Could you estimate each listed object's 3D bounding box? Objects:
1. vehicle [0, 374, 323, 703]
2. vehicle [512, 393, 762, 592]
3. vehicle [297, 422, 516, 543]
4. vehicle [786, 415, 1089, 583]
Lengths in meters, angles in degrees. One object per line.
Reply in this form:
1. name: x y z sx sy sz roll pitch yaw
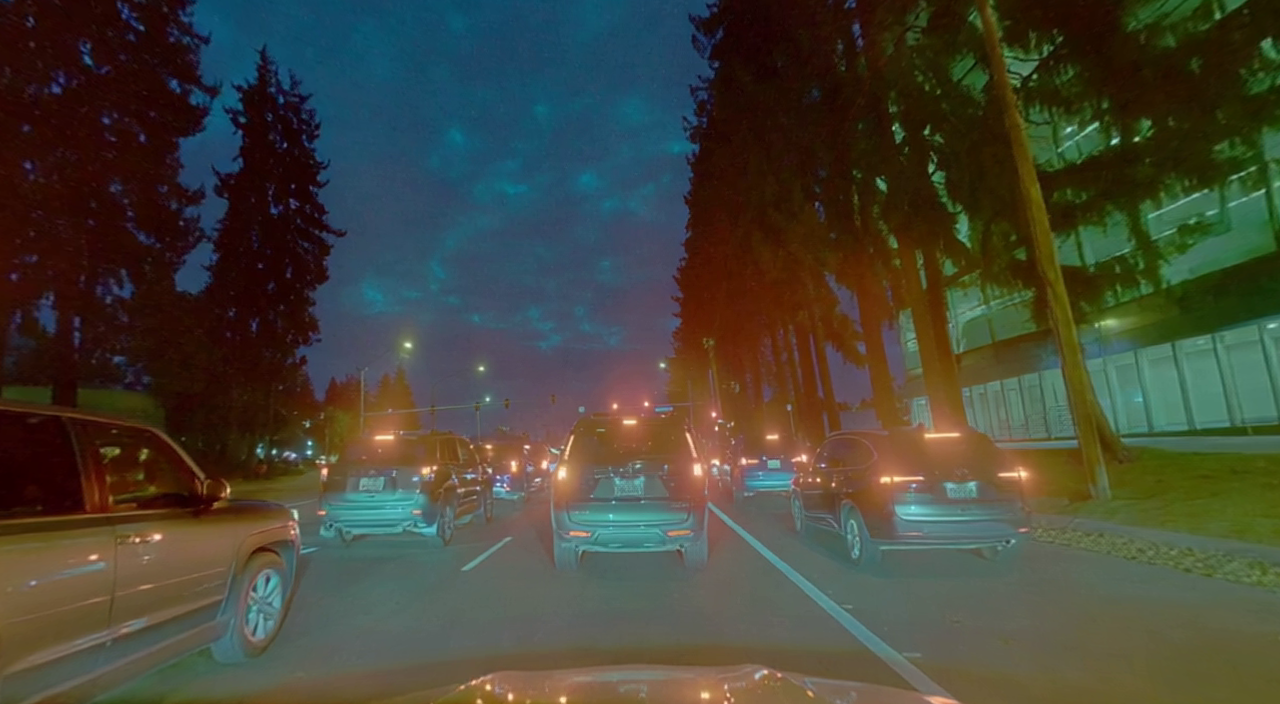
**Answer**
1. vehicle: -3.781 0.998 3.282 1.929 1.641 4.193 0 -8 2
2. vehicle: -0.006 1.538 7.656 2.193 1.744 4.033 0 -8 1
3. vehicle: -3.656 2.122 10.911 2.042 1.641 4.314 0 -8 1
4. vehicle: 3.256 1.668 7.865 1.922 1.579 3.642 0 -8 -1
